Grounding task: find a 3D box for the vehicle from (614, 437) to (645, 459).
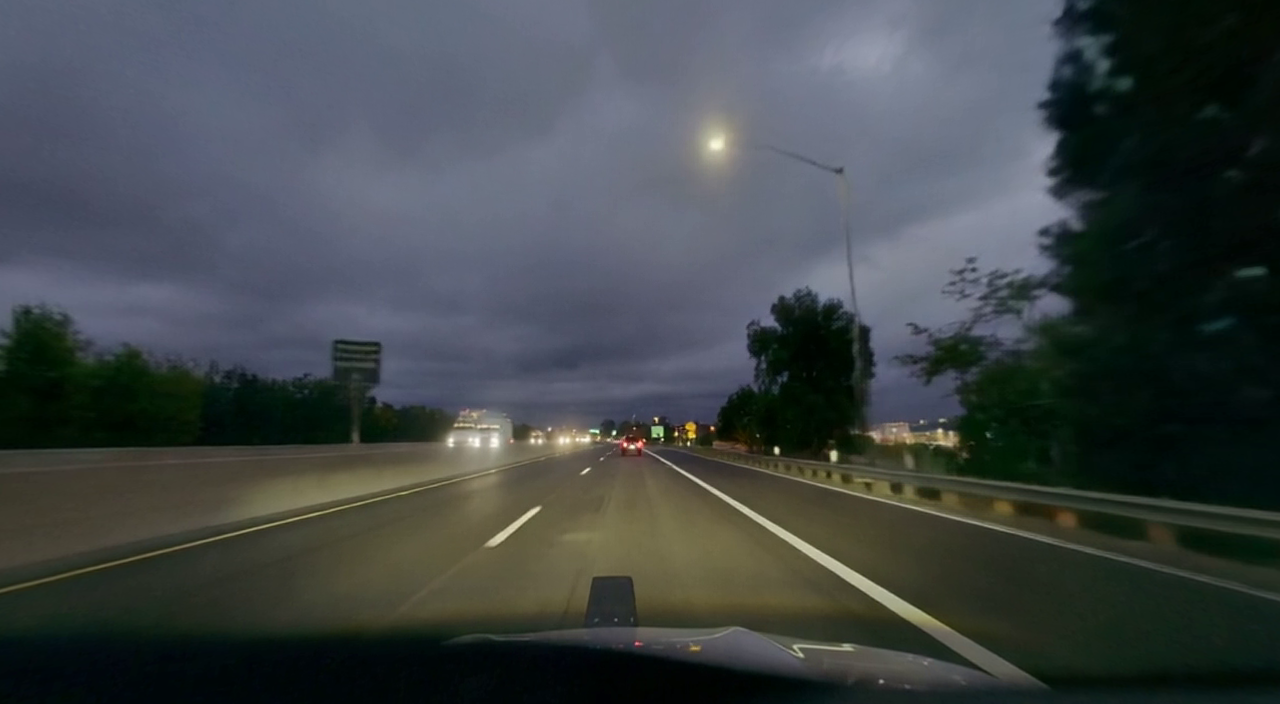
[{"bbox_3d":[-0.796,7.004,45.843,2.099,1.504,3.843,0,-8,-2],"label":"vehicle"}]
